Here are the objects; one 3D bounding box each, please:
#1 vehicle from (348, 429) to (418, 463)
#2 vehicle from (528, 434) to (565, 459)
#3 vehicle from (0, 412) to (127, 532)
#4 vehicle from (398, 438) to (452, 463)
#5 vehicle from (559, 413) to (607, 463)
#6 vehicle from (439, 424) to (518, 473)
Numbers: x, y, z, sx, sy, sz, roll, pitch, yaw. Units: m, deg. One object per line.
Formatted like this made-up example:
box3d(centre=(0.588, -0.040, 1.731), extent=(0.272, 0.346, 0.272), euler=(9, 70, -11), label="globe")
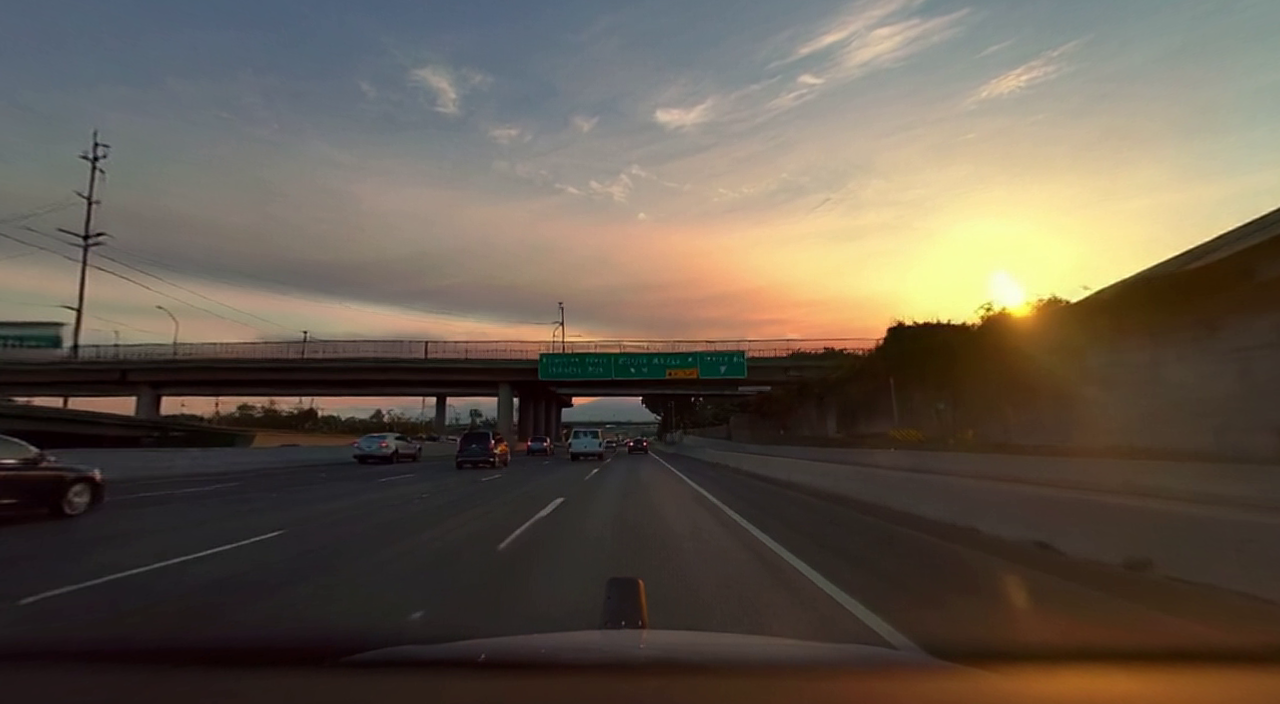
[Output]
box3d(centre=(-17.091, 6.285, 42.146), extent=(2.258, 2.139, 5.495), euler=(0, -8, 2), label="vehicle")
box3d(centre=(-7.002, 7.143, 47.529), extent=(2.109, 1.784, 4.709), euler=(0, -8, -1), label="vehicle")
box3d(centre=(-10.141, 1.694, 8.775), extent=(1.940, 1.706, 4.678), euler=(0, -8, 0), label="vehicle")
box3d(centre=(-13.509, 6.196, 39.689), extent=(1.899, 1.485, 4.368), euler=(0, -8, 0), label="vehicle")
box3d(centre=(-3.399, 5.332, 38.781), extent=(2.301, 2.843, 6.458), euler=(0, -8, 0), label="vehicle")
box3d(centre=(-6.928, 4.215, 27.492), extent=(2.179, 1.948, 4.618), euler=(0, -8, 1), label="vehicle")
